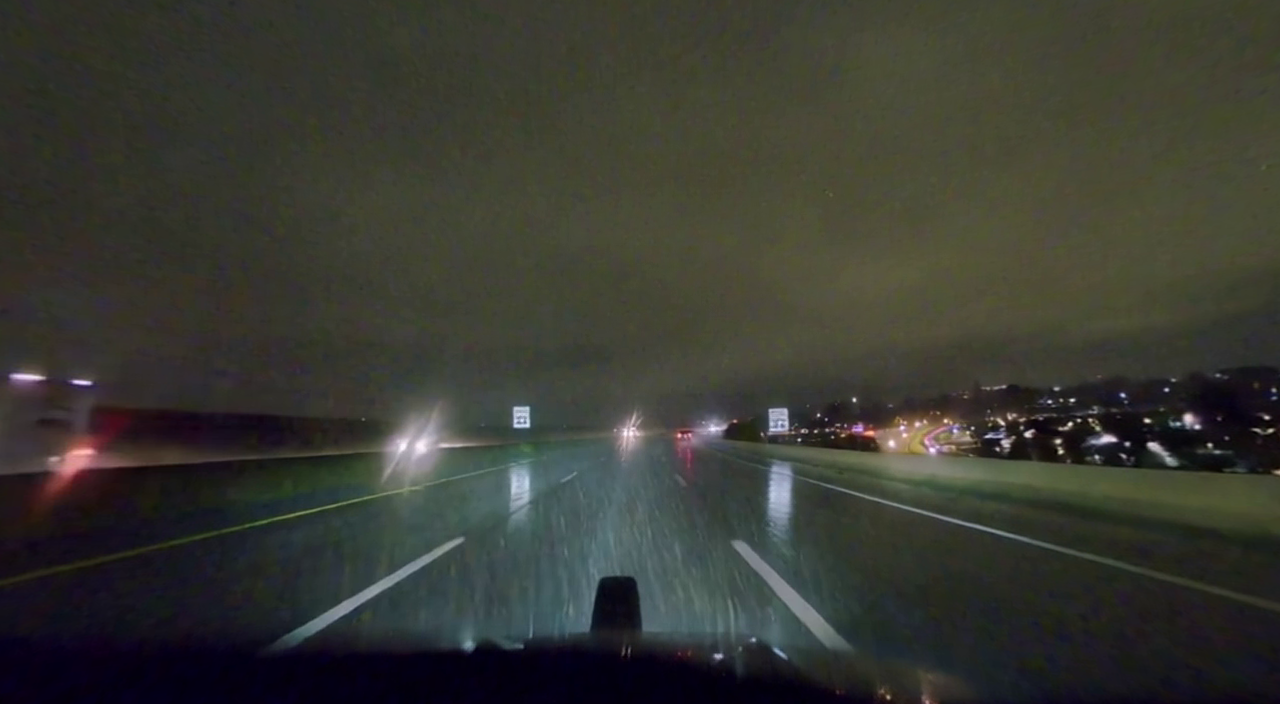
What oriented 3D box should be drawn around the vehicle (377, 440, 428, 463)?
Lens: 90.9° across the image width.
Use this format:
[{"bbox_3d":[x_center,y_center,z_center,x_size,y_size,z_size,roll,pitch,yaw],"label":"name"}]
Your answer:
[{"bbox_3d":[-16.222,6.796,43.251,1.935,1.502,3.903,0,-8,0],"label":"vehicle"}]
